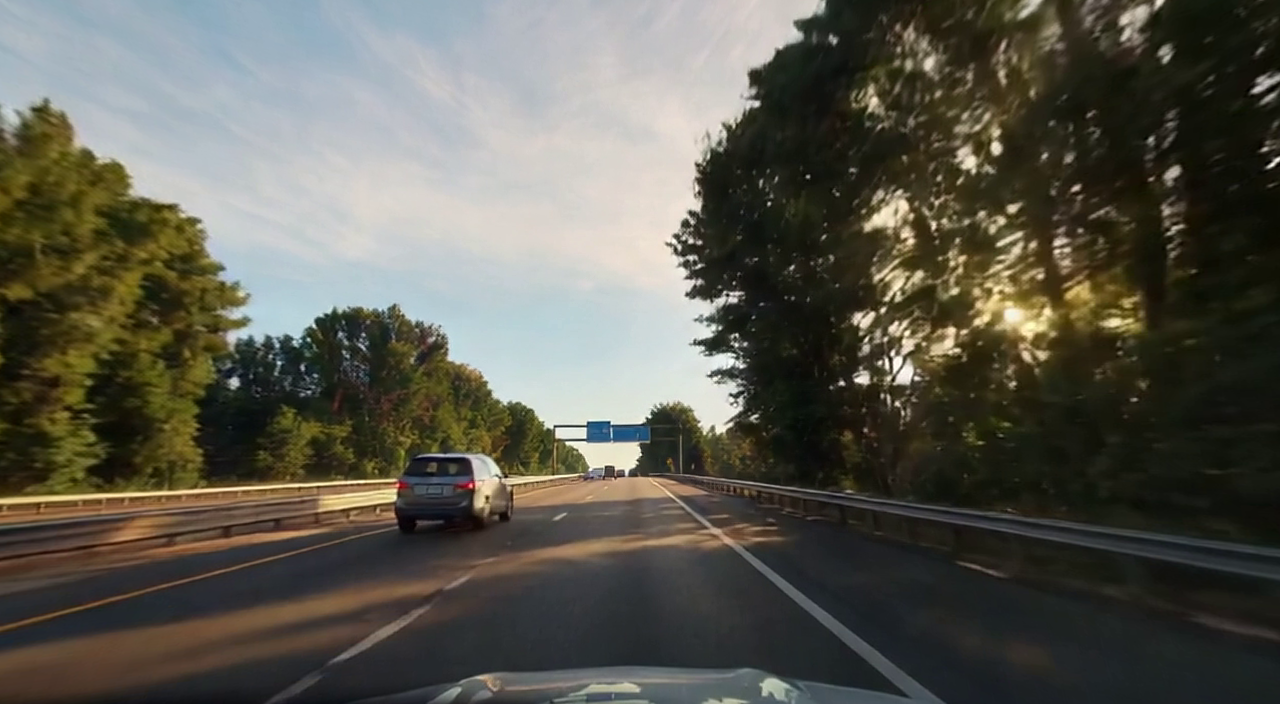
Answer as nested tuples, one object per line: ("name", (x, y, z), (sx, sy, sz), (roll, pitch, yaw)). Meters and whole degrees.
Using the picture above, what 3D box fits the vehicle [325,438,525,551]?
("vehicle", (-3.689, 2.601, 11.922), (2.107, 1.668, 4.554), (1, -11, 1))
